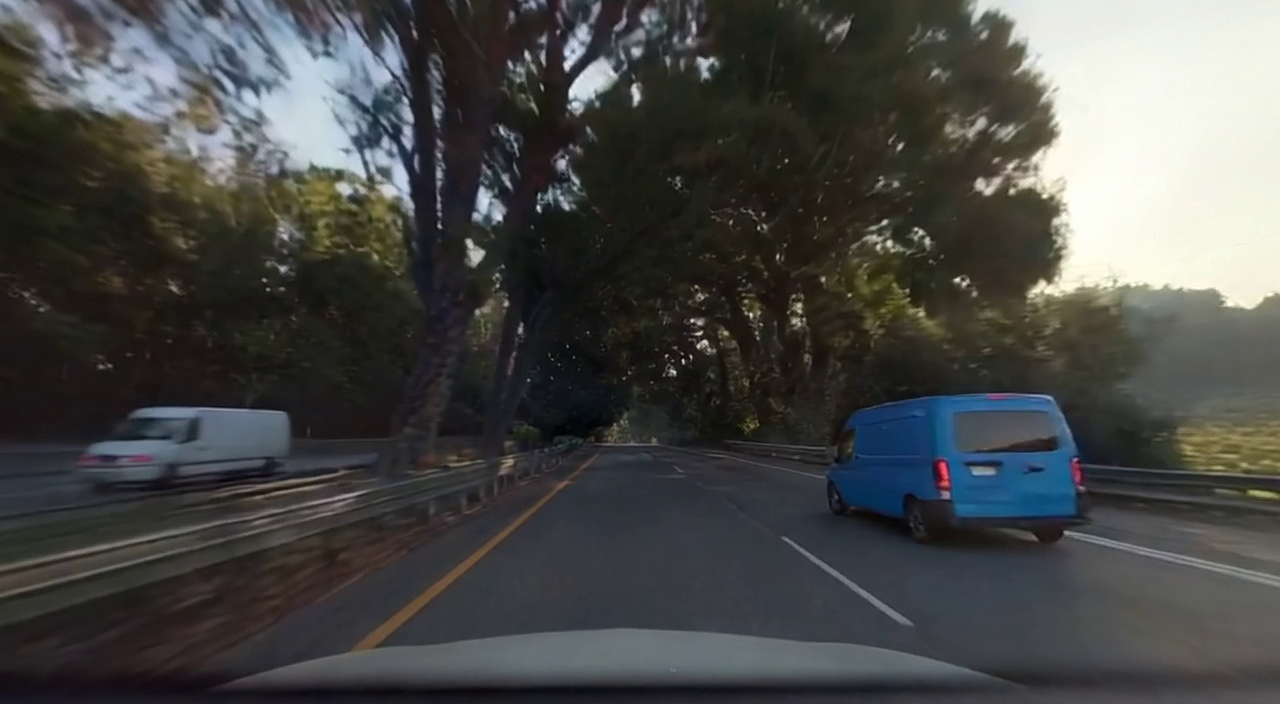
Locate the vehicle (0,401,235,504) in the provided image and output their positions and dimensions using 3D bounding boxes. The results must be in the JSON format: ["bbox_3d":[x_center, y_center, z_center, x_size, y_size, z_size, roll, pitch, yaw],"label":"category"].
[{"bbox_3d":[-12.522,2.367,15.326,2.109,2.086,4.935,0,-8,-2],"label":"vehicle"}]

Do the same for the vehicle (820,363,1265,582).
[{"bbox_3d":[4.000,1.289,7.560,2.240,1.801,4.545,0,-8,-1],"label":"vehicle"}]
